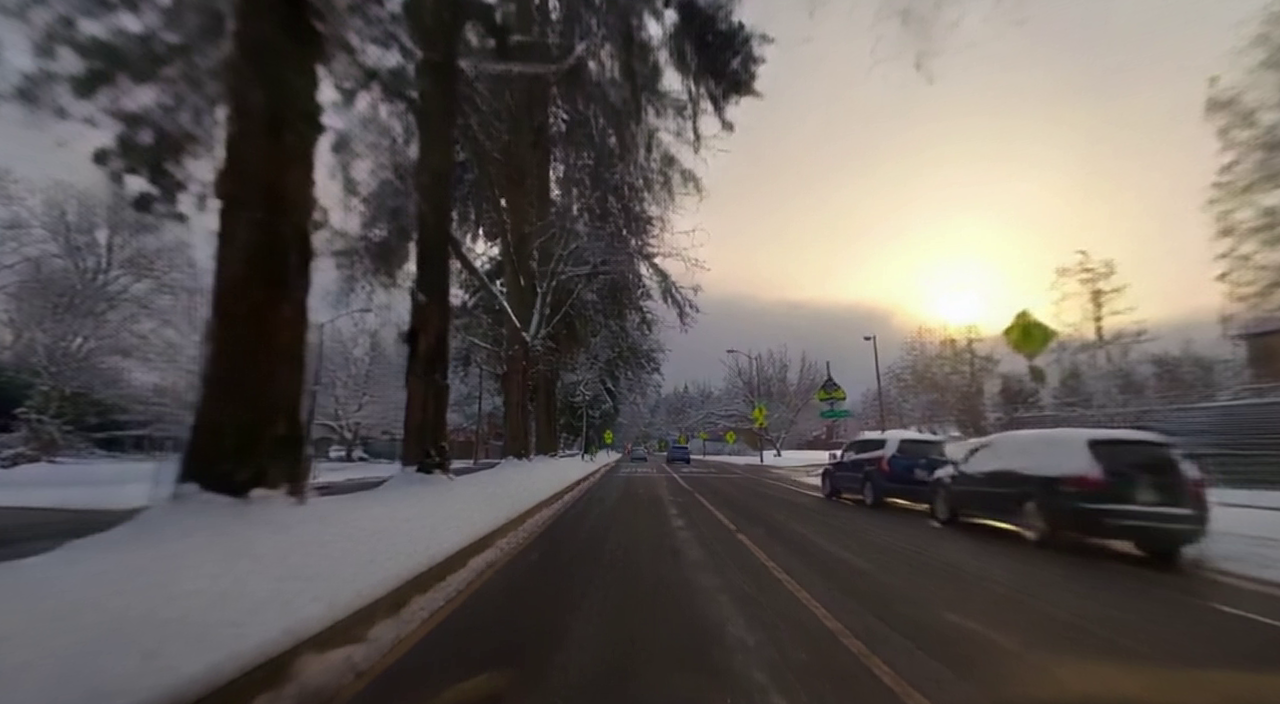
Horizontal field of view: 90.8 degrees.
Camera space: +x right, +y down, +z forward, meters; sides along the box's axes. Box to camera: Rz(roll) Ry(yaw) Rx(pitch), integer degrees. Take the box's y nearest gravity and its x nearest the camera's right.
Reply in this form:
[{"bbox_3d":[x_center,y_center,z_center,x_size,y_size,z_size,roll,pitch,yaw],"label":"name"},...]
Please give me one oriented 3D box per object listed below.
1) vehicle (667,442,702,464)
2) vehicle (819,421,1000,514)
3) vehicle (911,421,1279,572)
[{"bbox_3d":[3.221,7.419,46.422,2.142,1.501,4.273,0,-8,-1],"label":"vehicle"},{"bbox_3d":[6.492,2.848,16.115,2.081,1.967,5.211,0,-8,-3],"label":"vehicle"},{"bbox_3d":[6.501,2.072,10.017,2.040,1.710,5.200,1,-8,-1],"label":"vehicle"}]
